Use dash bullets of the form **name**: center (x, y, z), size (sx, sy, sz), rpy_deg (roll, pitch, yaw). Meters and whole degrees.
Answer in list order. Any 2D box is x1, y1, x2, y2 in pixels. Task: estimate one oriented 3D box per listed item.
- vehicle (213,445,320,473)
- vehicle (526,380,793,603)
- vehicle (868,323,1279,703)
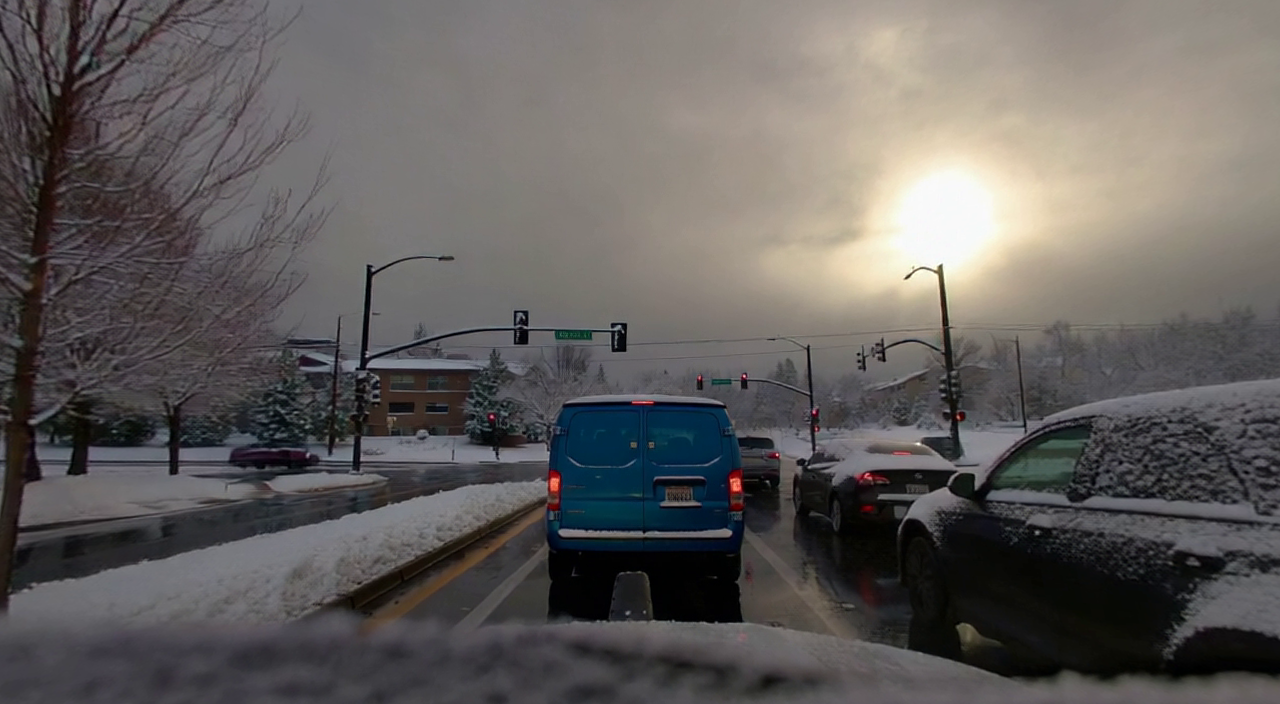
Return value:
- **vehicle**: center (-20.910, 5.991, 35.430), size (4.664, 1.449, 1.992), rpy_deg (1, -8, -6)
- **vehicle**: center (0.172, 1.468, 7.451), size (2.185, 1.822, 4.391), rpy_deg (0, -8, 0)
- **vehicle**: center (2.895, 0.951, 3.179), size (1.971, 1.663, 4.287), rpy_deg (0, -8, 2)
